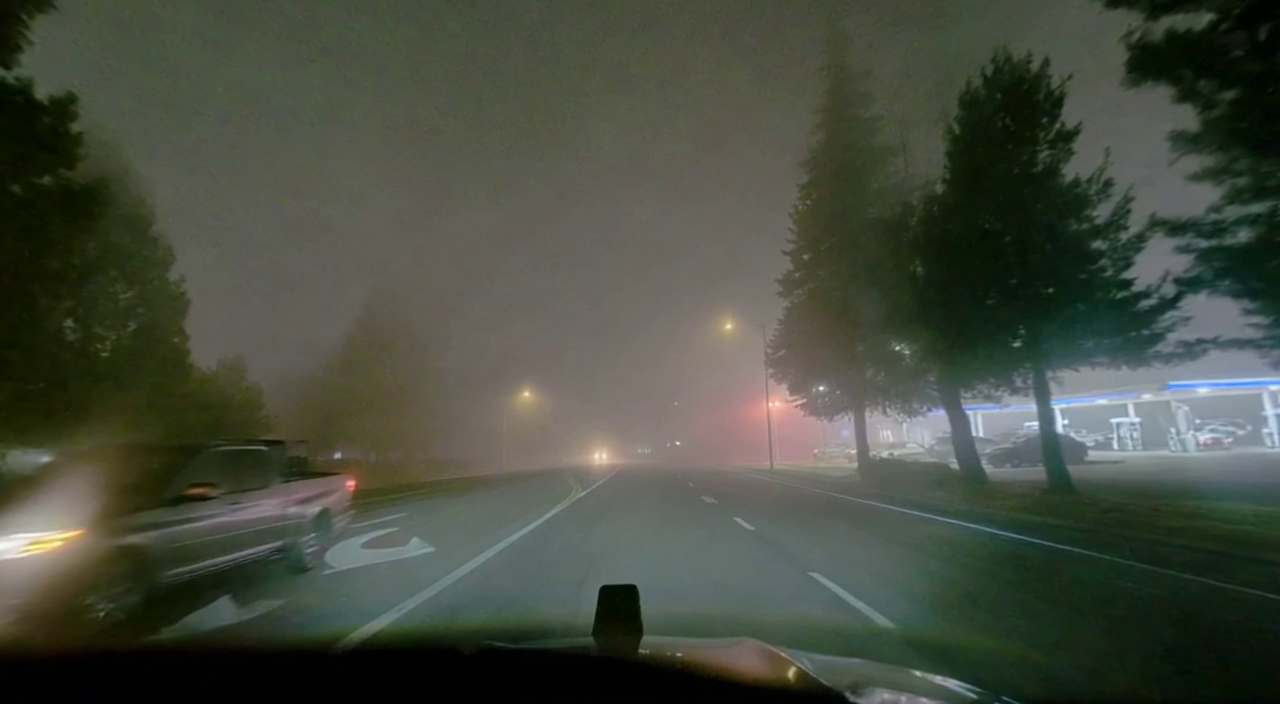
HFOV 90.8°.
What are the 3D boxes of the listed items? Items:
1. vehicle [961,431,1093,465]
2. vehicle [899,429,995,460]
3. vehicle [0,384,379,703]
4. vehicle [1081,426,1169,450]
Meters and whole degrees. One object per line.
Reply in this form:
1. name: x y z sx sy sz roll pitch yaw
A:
1. vehicle: 17.213 4.299 28.292 4.545 1.443 1.976 -1 -9 2
2. vehicle: 17.547 5.326 36.270 4.426 1.700 2.077 0 -8 -4
3. vehicle: -3.927 1.245 4.668 2.025 1.650 4.275 -1 -8 2
4. vehicle: 29.664 5.290 38.704 3.975 1.436 1.668 0 -8 -1
